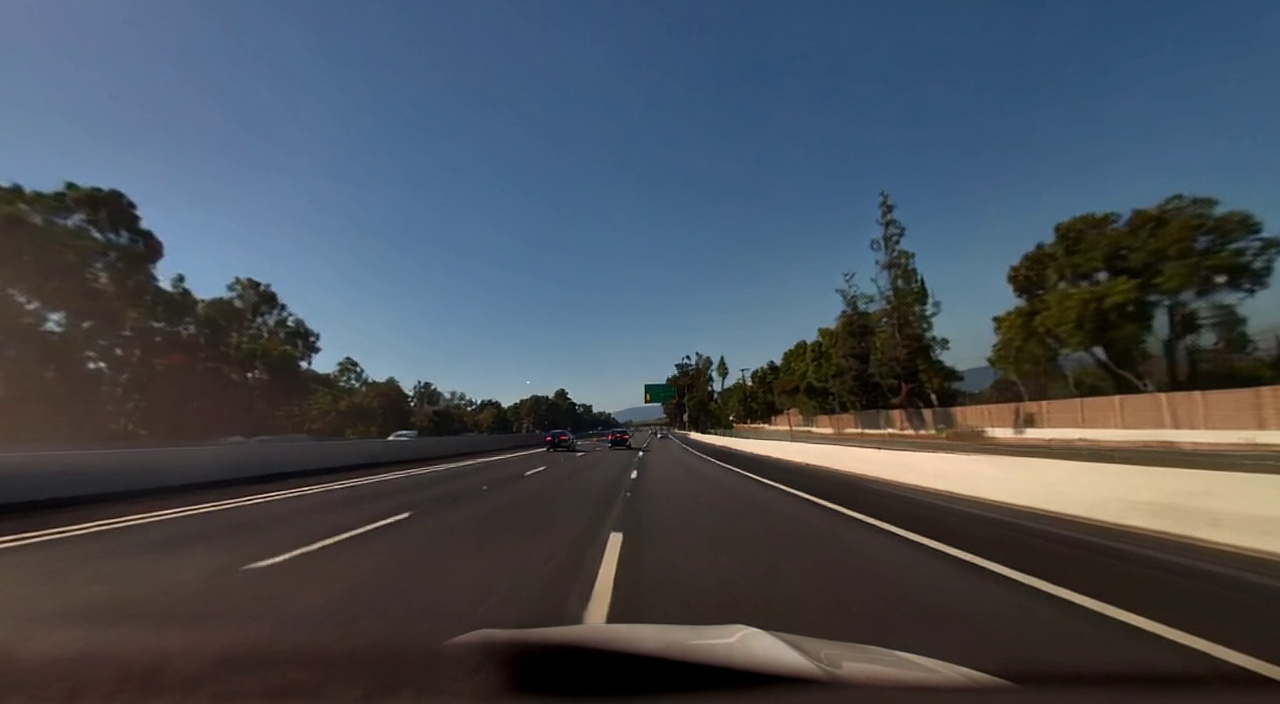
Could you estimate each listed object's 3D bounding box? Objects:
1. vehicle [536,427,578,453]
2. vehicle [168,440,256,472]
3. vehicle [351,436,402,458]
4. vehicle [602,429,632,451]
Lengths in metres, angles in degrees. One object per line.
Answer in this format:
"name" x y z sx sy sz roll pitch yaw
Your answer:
"vehicle" -5.457 5.881 42.027 2.113 1.632 4.409 0 -8 1
"vehicle" -21.861 5.294 32.295 1.773 1.477 3.848 0 -8 1
"vehicle" -18.547 6.691 44.432 1.806 1.463 4.039 0 -8 0
"vehicle" -1.697 6.663 47.693 2.064 1.571 4.225 0 -8 1
